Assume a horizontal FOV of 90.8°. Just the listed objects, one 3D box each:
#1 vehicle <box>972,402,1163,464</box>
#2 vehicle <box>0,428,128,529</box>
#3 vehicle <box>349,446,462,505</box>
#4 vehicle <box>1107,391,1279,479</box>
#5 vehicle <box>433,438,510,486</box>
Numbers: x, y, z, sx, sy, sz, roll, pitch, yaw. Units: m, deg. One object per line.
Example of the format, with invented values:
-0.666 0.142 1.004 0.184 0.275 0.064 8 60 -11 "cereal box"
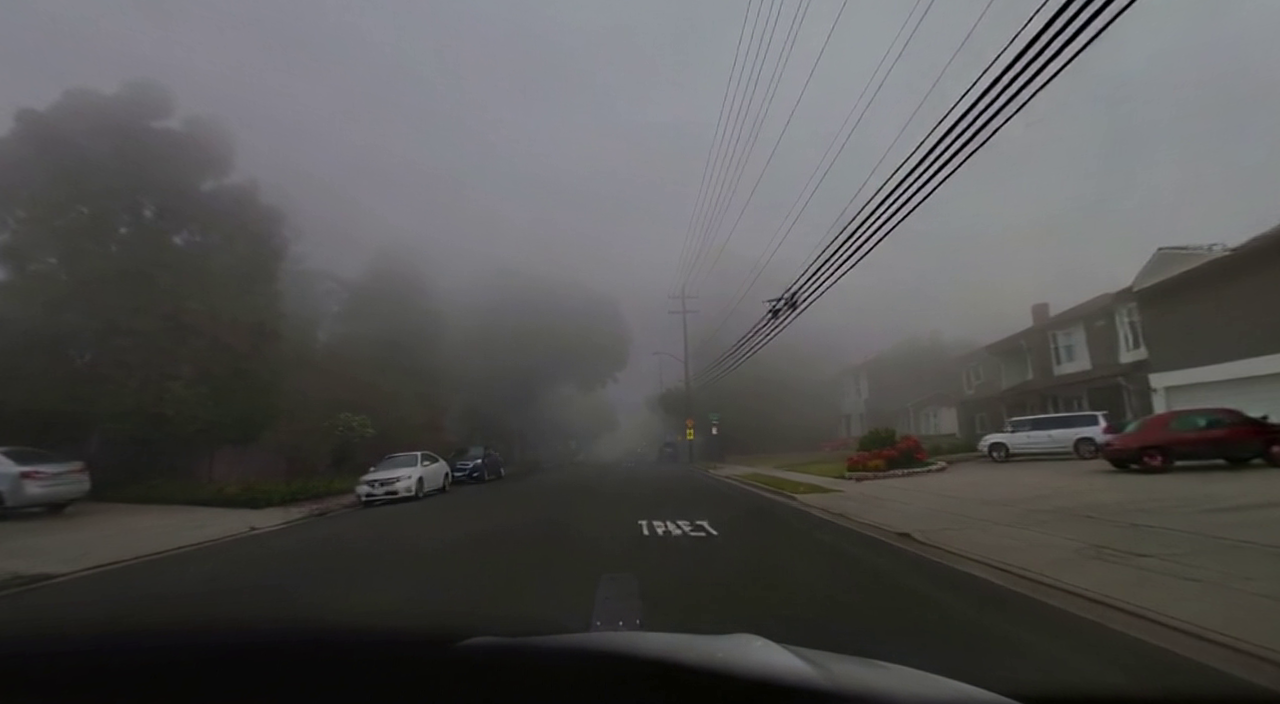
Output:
13.610 2.588 20.553 4.836 1.789 2.229 -4 -7 29 "vehicle"
-13.828 2.553 13.042 4.432 1.870 2.299 0 -9 -1 "vehicle"
-7.125 3.764 19.668 2.041 1.587 3.920 -2 -9 0 "vehicle"
13.594 1.893 14.580 4.145 1.767 1.880 -9 -10 30 "vehicle"
-7.254 4.785 27.682 2.135 1.787 4.452 -4 -9 0 "vehicle"
